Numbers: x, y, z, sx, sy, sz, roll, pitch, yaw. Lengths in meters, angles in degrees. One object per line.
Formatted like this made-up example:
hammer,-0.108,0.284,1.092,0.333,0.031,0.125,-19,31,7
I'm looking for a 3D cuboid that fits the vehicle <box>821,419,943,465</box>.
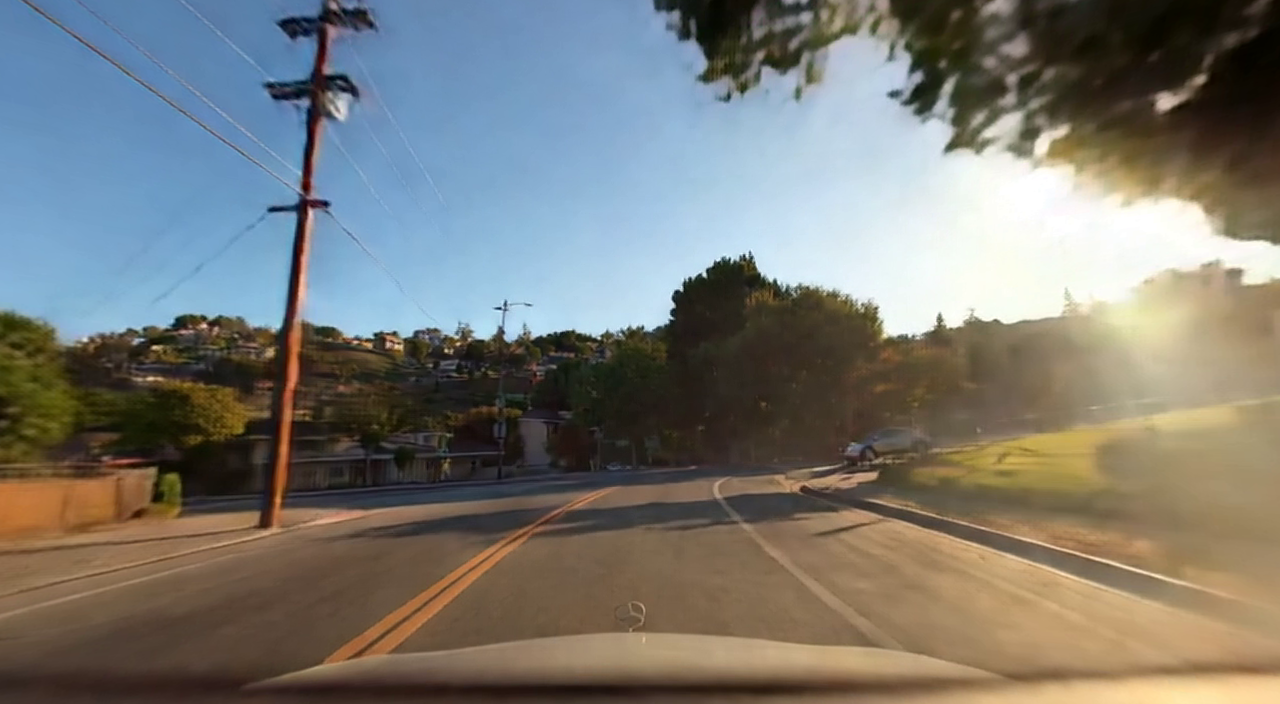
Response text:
vehicle,11.065,4.128,28.894,4.810,1.732,2.176,0,-10,-21
